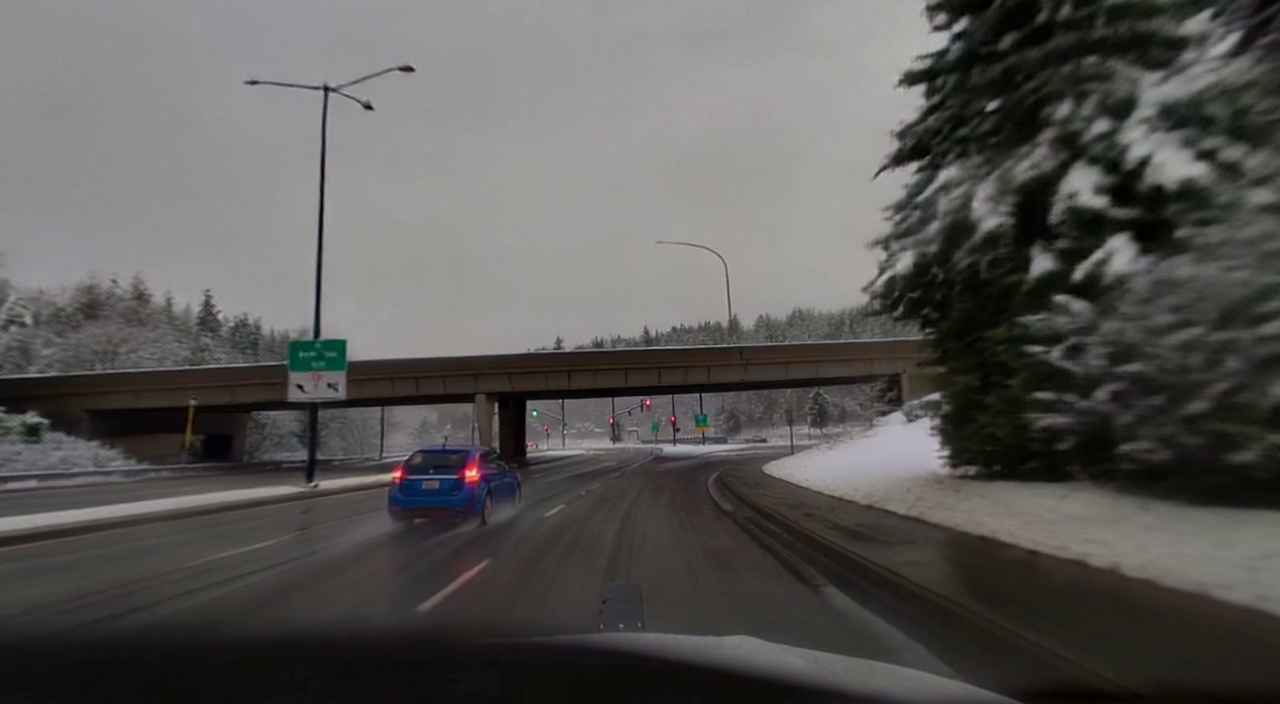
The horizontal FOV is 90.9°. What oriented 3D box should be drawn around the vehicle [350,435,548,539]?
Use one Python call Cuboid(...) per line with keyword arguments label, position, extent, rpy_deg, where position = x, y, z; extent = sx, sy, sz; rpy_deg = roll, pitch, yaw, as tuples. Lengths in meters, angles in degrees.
Cuboid(label="vehicle", position=(-3.056, 2.280, 11.301), extent=(1.963, 1.460, 4.614), rpy_deg=(0, -9, 2))
